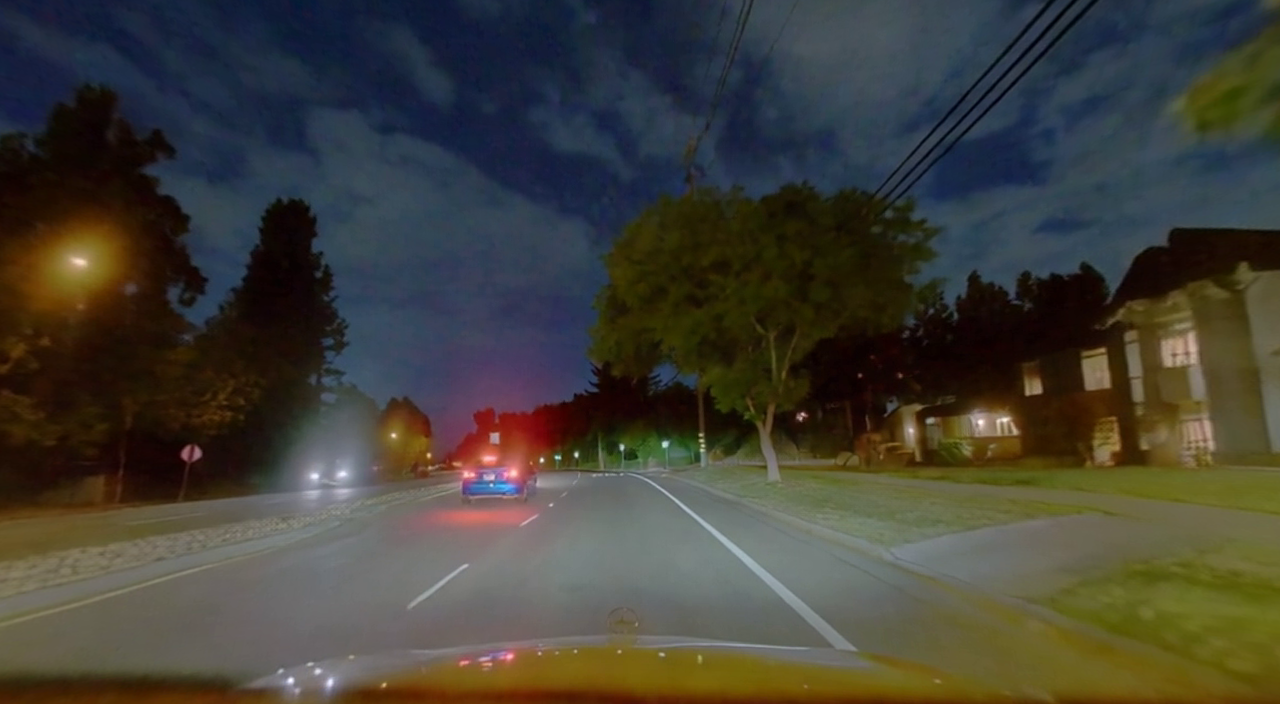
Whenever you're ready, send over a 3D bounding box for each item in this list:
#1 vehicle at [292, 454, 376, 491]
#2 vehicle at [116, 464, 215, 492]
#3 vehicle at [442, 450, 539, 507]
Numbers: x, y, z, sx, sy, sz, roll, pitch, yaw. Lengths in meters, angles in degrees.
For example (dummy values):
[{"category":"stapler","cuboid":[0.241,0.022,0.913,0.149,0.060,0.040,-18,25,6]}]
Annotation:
[{"category":"vehicle","cuboid":[-19.178,7.520,40.069,2.544,2.065,6.253,0,-9,-4]},{"category":"vehicle","cuboid":[-30.733,8.205,41.073,4.582,1.683,1.974,3,-10,-12]},{"category":"vehicle","cuboid":[-4.415,3.796,19.412,1.980,1.508,4.502,0,-9,-2]}]
